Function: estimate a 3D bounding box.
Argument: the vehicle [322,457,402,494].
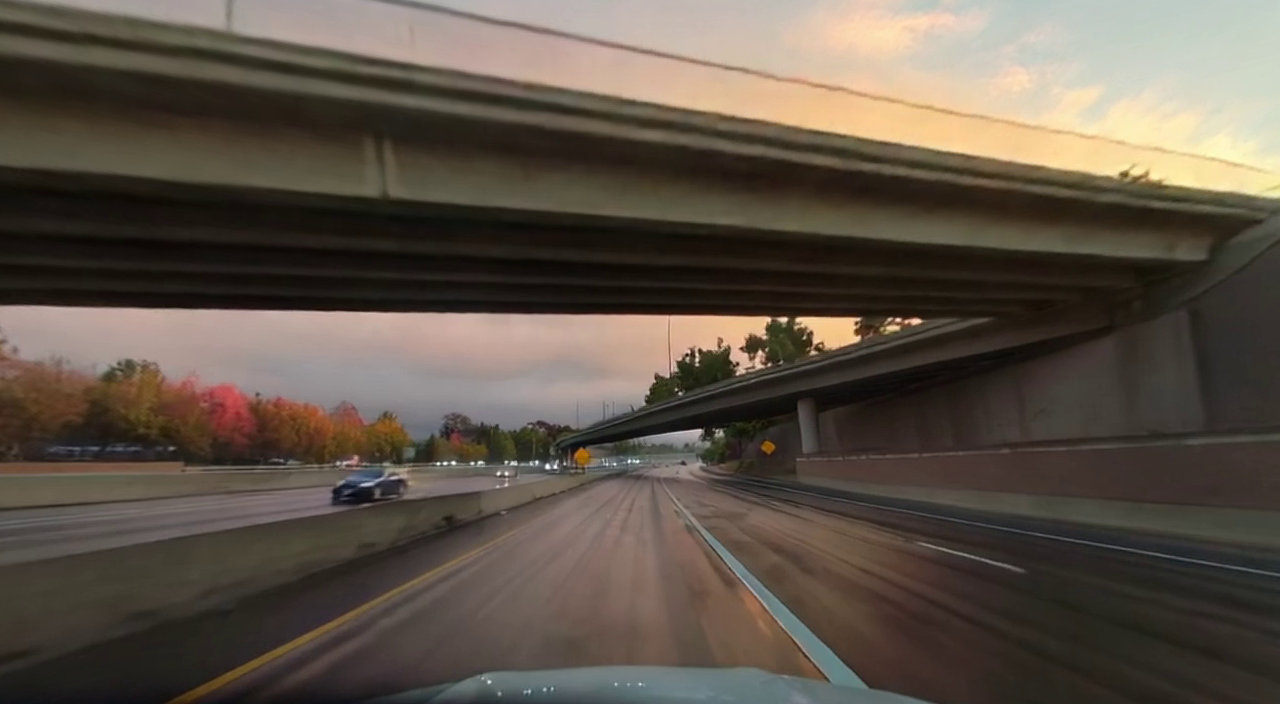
[{"bbox_3d":[-13.320,5.956,30.461,1.873,1.606,4.212,1,-10,0],"label":"vehicle"}]
